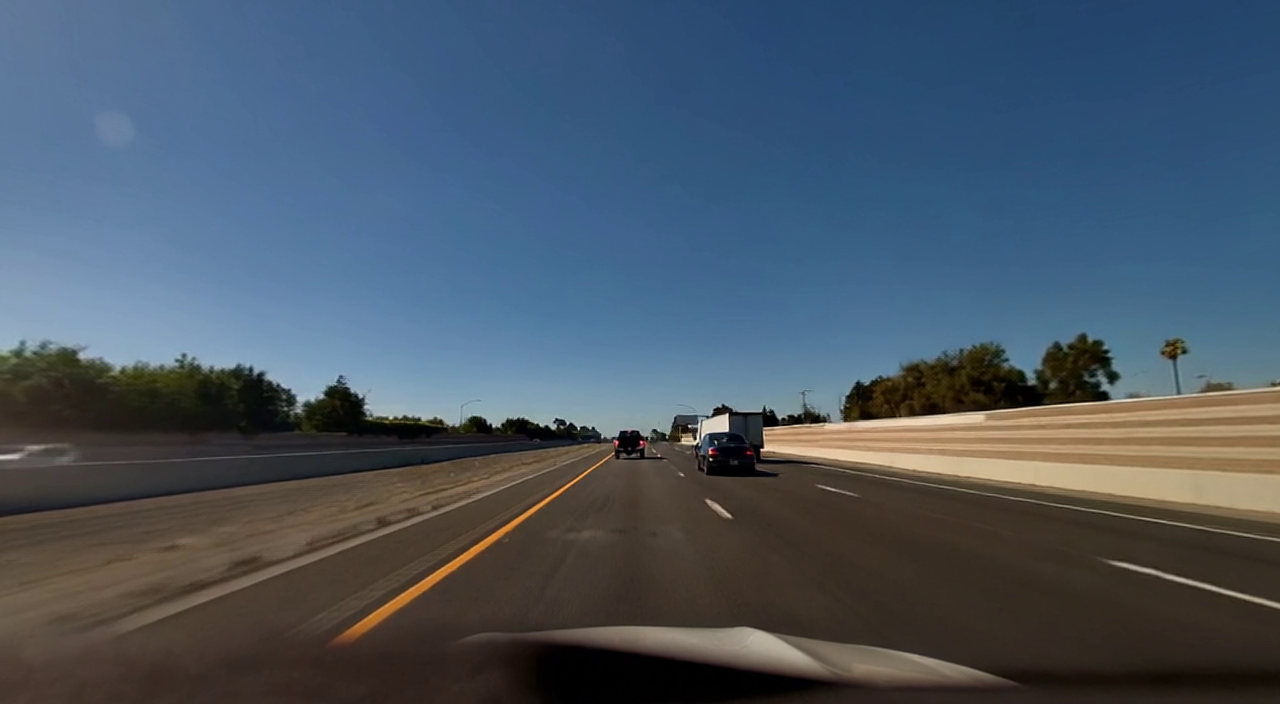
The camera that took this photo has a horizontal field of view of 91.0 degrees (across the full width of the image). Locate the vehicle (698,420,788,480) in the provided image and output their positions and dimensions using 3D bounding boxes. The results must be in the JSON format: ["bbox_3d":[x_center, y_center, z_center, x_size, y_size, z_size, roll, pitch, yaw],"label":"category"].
[{"bbox_3d":[3.370,3.360,21.692,2.269,1.839,4.554,1,-9,-1],"label":"vehicle"}]

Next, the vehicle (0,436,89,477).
[{"bbox_3d":[-29.448,4.907,29.815,2.106,1.801,5.016,0,-9,1],"label":"vehicle"}]

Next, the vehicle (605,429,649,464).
[{"bbox_3d":[-0.616,4.896,32.501,2.142,1.664,4.076,0,-9,0],"label":"vehicle"}]
